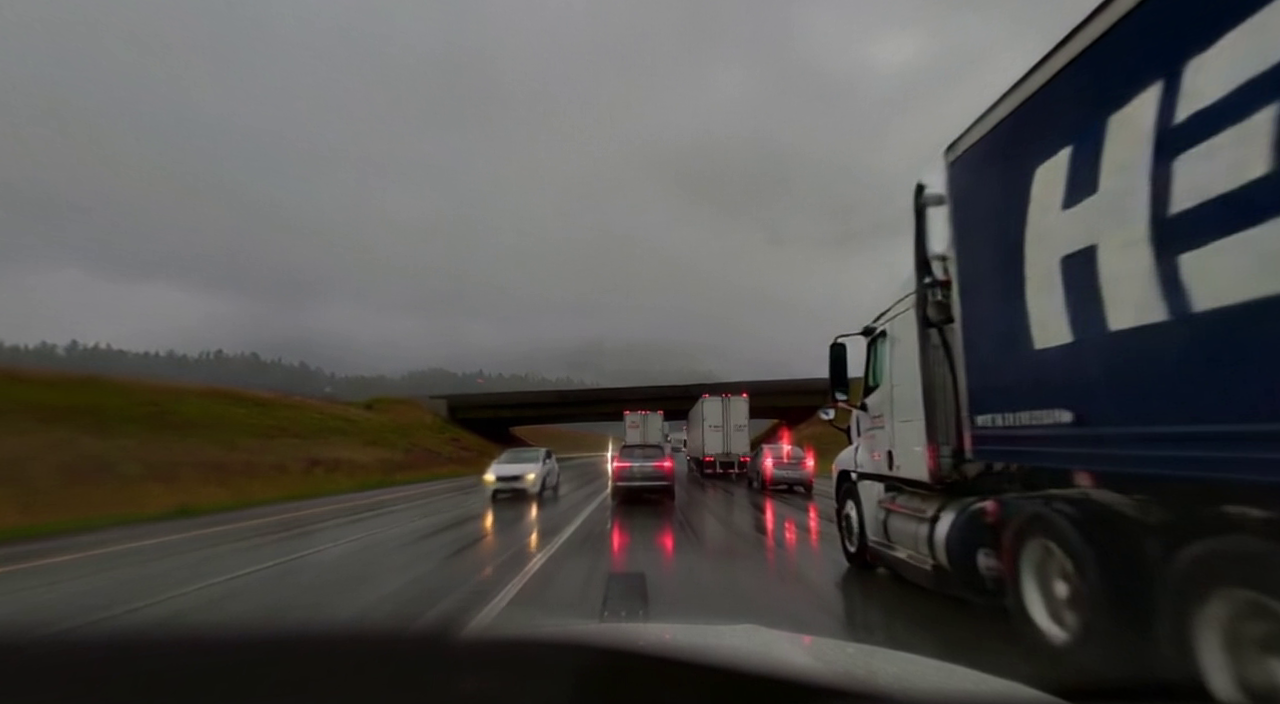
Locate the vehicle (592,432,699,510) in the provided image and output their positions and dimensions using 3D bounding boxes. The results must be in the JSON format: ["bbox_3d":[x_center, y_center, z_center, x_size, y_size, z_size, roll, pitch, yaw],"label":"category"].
[{"bbox_3d":[0.168,2.853,15.504,2.256,1.615,4.114,-1,-9,2],"label":"vehicle"}]

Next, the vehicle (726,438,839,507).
[{"bbox_3d":[3.449,2.999,16.071,1.972,1.505,3.946,-1,-9,0],"label":"vehicle"}]

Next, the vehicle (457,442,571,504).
[{"bbox_3d":[-3.318,3.302,17.586,2.091,1.489,4.397,-1,-9,3],"label":"vehicle"}]

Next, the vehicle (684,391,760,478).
[{"bbox_3d":[4.015,4.296,32.310,2.948,3.974,6.480,-1,-9,0],"label":"vehicle"}]
